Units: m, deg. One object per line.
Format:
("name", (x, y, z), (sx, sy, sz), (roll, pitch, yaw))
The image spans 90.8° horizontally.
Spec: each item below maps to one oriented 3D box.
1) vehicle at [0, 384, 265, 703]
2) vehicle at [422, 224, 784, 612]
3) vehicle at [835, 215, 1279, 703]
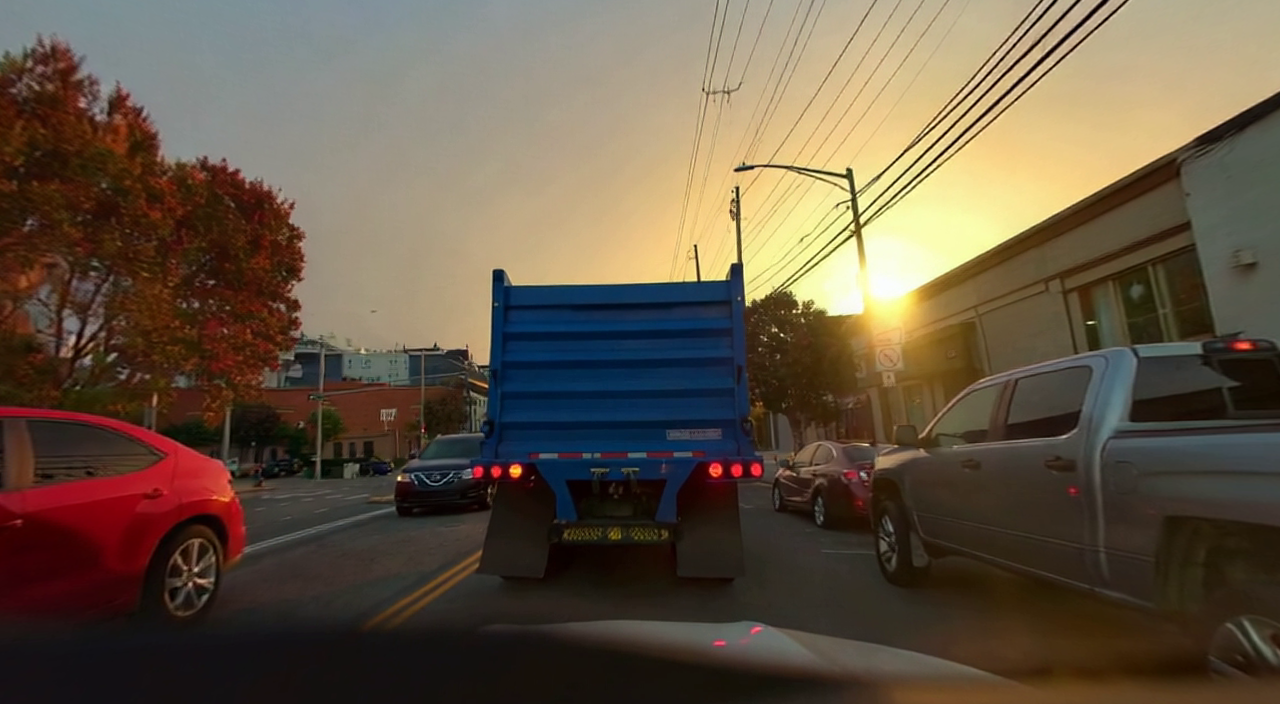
("vehicle", (-4.124, 0.969, 2.920), (1.988, 1.657, 4.492), (0, -8, 0))
("vehicle", (-0.246, 1.088, 9.327), (2.878, 3.204, 8.244), (0, -8, 1))
("vehicle", (3.231, 0.837, 3.949), (2.242, 1.979, 5.722), (0, -8, 1))
